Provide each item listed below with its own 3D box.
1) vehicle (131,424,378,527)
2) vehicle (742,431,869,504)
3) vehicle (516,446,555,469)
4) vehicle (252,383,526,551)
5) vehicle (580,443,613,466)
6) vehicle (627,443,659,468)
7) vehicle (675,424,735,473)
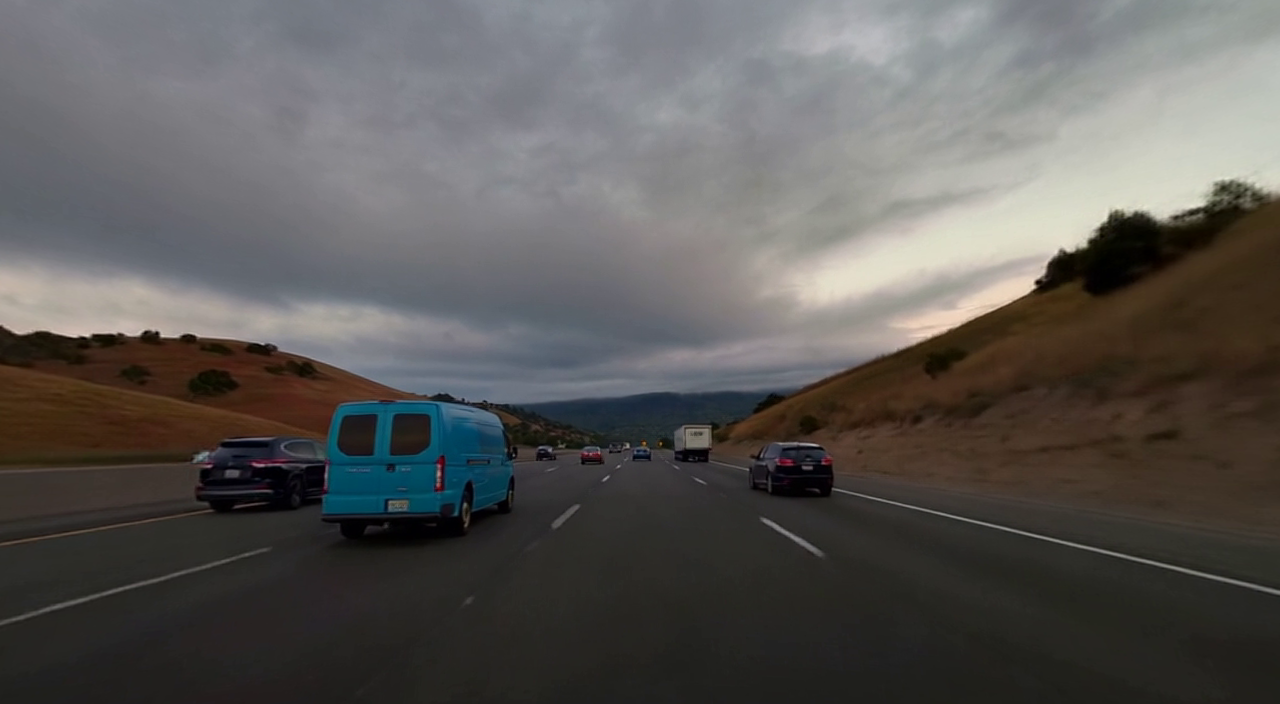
[{"bbox_3d":[-7.570,2.471,13.186,2.054,1.715,4.928,0,-9,0],"label":"vehicle"},{"bbox_3d":[4.005,2.883,16.038,2.051,1.598,4.145,0,-9,-1],"label":"vehicle"},{"bbox_3d":[-7.256,7.363,44.166,2.021,1.500,4.512,0,-9,0],"label":"vehicle"},{"bbox_3d":[-3.828,1.945,11.244,2.421,2.203,5.775,0,-9,1],"label":"vehicle"},{"bbox_3d":[-3.239,7.709,47.470,2.138,1.581,4.340,0,-9,0],"label":"vehicle"},{"bbox_3d":[0.173,6.792,41.508,2.014,1.543,3.804,0,-9,-1],"label":"vehicle"},{"bbox_3d":[3.862,6.033,39.344,2.877,2.730,7.831,0,-9,0],"label":"vehicle"}]
